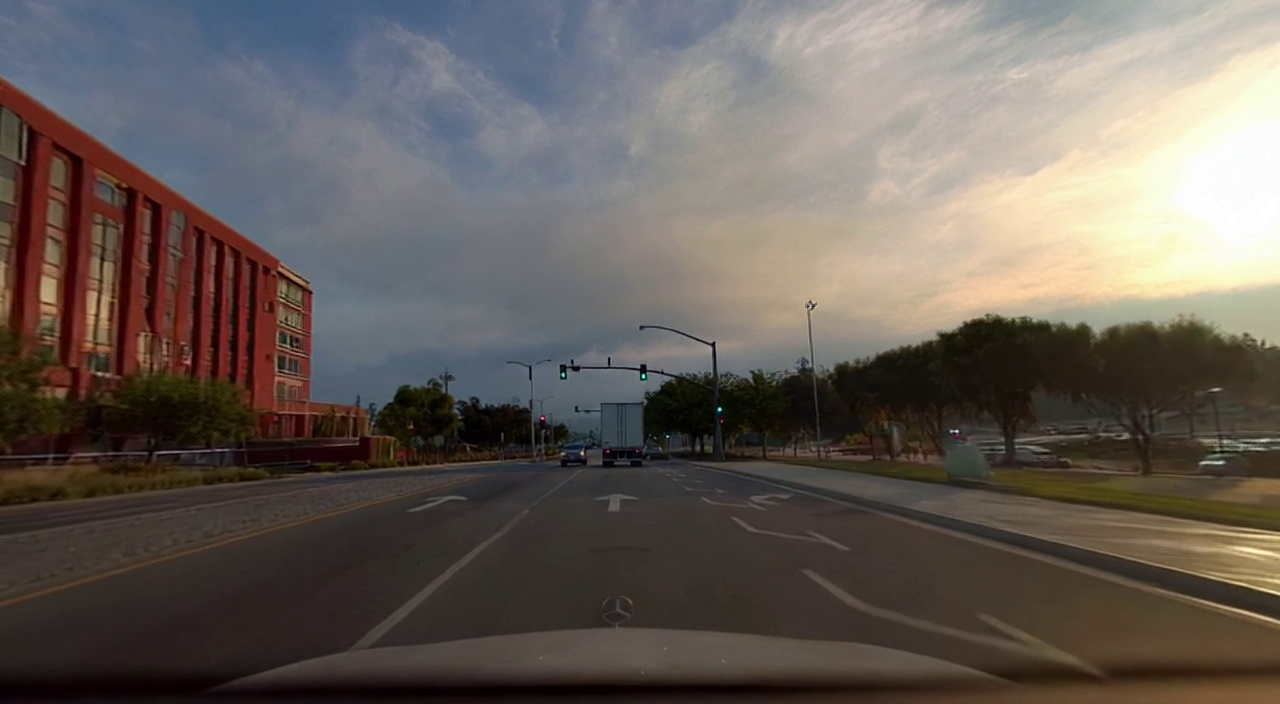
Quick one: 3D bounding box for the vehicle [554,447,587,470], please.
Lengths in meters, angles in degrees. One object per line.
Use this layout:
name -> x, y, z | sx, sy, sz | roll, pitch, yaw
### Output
vehicle -> -4.823, 7.410, 44.108 | 1.917, 1.462, 3.878 | 0, -8, -1

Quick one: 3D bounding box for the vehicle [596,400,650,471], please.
vehicle -> -1.006, 5.060, 38.012 | 2.876, 3.724, 9.351 | 0, -8, -1

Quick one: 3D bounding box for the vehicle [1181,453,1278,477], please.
vehicle -> 39.846, 7.632, 42.723 | 4.376, 1.459, 1.696 | -4, -8, 27

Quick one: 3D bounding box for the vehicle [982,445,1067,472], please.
vehicle -> 28.958, 8.008, 47.667 | 5.139, 1.889, 1.953 | -4, -7, 22
